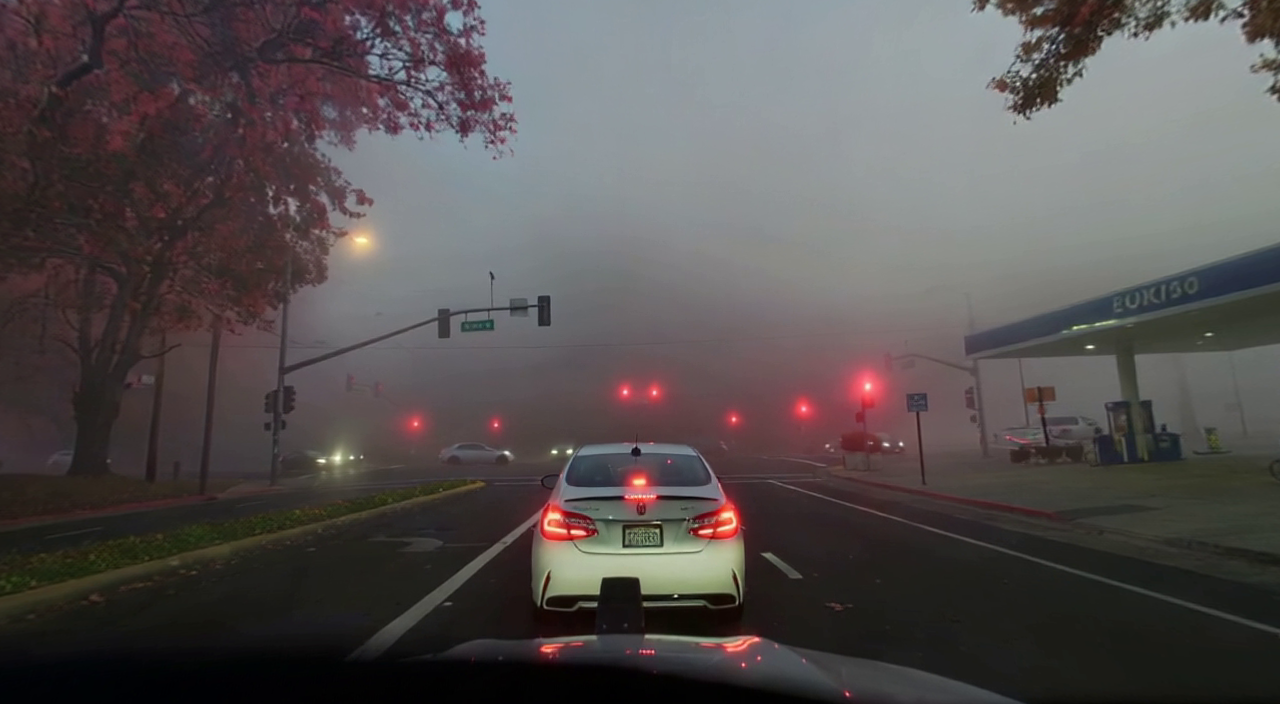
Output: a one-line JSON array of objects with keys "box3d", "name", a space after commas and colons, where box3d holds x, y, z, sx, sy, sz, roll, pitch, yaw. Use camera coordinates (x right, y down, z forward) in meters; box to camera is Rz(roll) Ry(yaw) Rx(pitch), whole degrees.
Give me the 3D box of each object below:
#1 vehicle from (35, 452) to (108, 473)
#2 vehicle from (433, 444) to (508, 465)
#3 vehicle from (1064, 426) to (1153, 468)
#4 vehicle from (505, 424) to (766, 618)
[{"box3d": [-43.643, 8.487, 48.435, 3.975, 1.563, 1.755, -1, -8, 4], "name": "vehicle"}, {"box3d": [-12.255, 7.434, 45.694, 4.813, 1.455, 1.889, -1, -8, 5], "name": "vehicle"}, {"box3d": [18.553, 3.734, 24.898, 4.091, 1.495, 2.053, 8, -12, -44], "name": "vehicle"}, {"box3d": [-0.047, 1.604, 6.955, 2.010, 1.482, 4.057, 0, -8, 0], "name": "vehicle"}]
